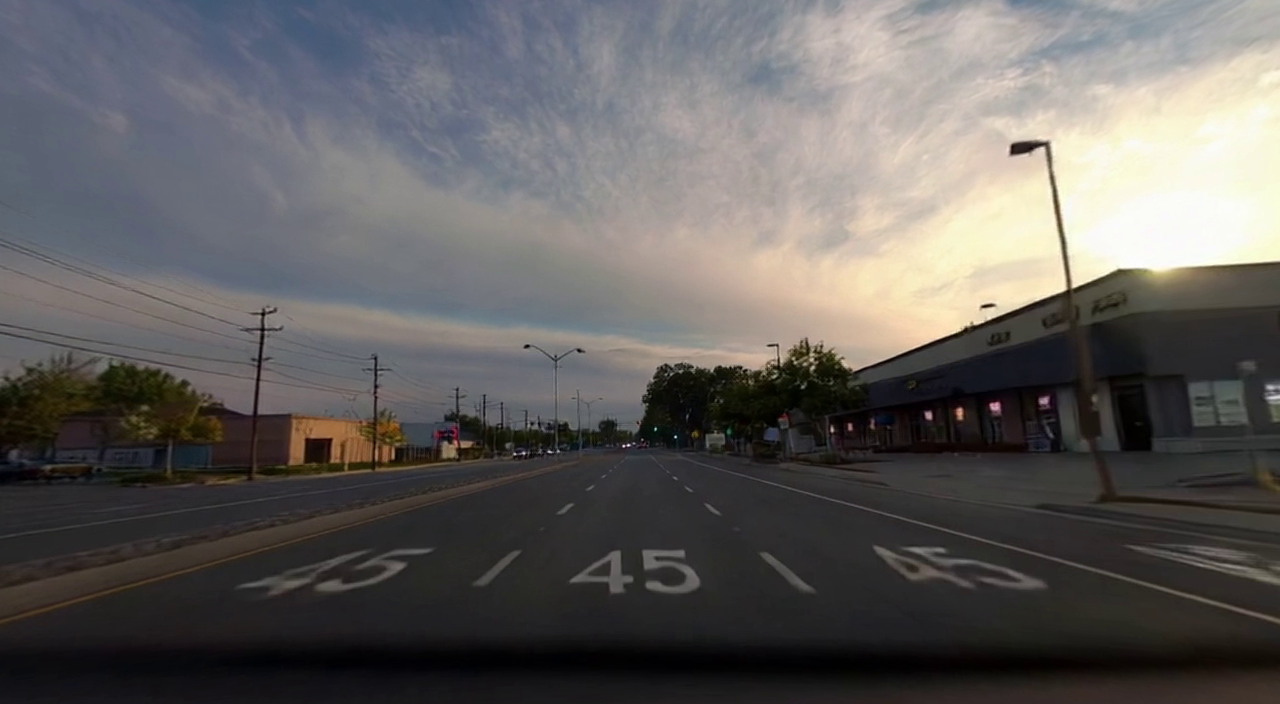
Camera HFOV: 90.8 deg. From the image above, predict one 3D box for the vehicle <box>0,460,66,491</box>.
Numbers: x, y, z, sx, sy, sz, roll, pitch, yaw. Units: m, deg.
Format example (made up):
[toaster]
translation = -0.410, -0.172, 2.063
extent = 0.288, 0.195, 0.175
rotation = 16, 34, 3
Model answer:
[vehicle]
translation = -32.986, 6.418, 32.778
extent = 1.809, 1.448, 4.747
rotation = 0, -8, 2
